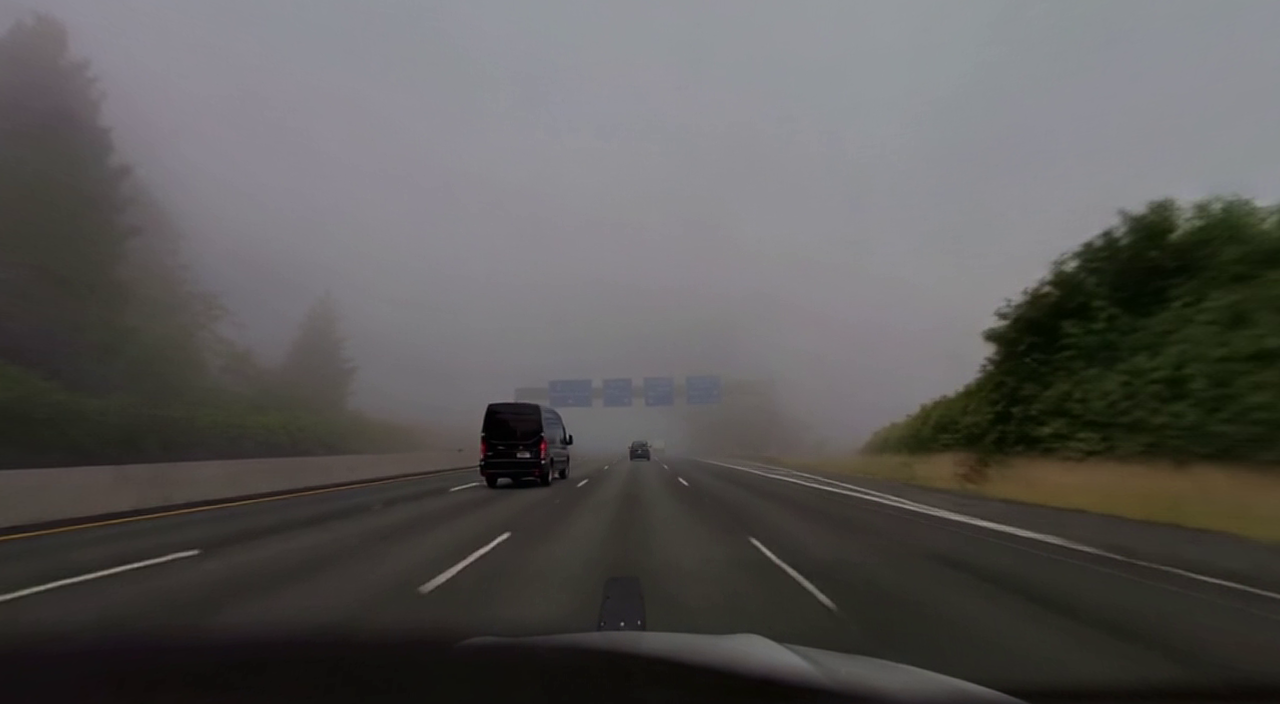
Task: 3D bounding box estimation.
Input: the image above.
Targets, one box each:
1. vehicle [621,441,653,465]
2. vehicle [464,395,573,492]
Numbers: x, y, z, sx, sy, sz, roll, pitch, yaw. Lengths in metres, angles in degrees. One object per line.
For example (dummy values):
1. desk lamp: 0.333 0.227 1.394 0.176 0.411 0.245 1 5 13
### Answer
1. vehicle: -0.214 7.204 45.093 2.183 1.662 3.968 0 -9 0
2. vehicle: -3.768 3.049 20.988 2.382 2.736 5.982 0 -9 1
